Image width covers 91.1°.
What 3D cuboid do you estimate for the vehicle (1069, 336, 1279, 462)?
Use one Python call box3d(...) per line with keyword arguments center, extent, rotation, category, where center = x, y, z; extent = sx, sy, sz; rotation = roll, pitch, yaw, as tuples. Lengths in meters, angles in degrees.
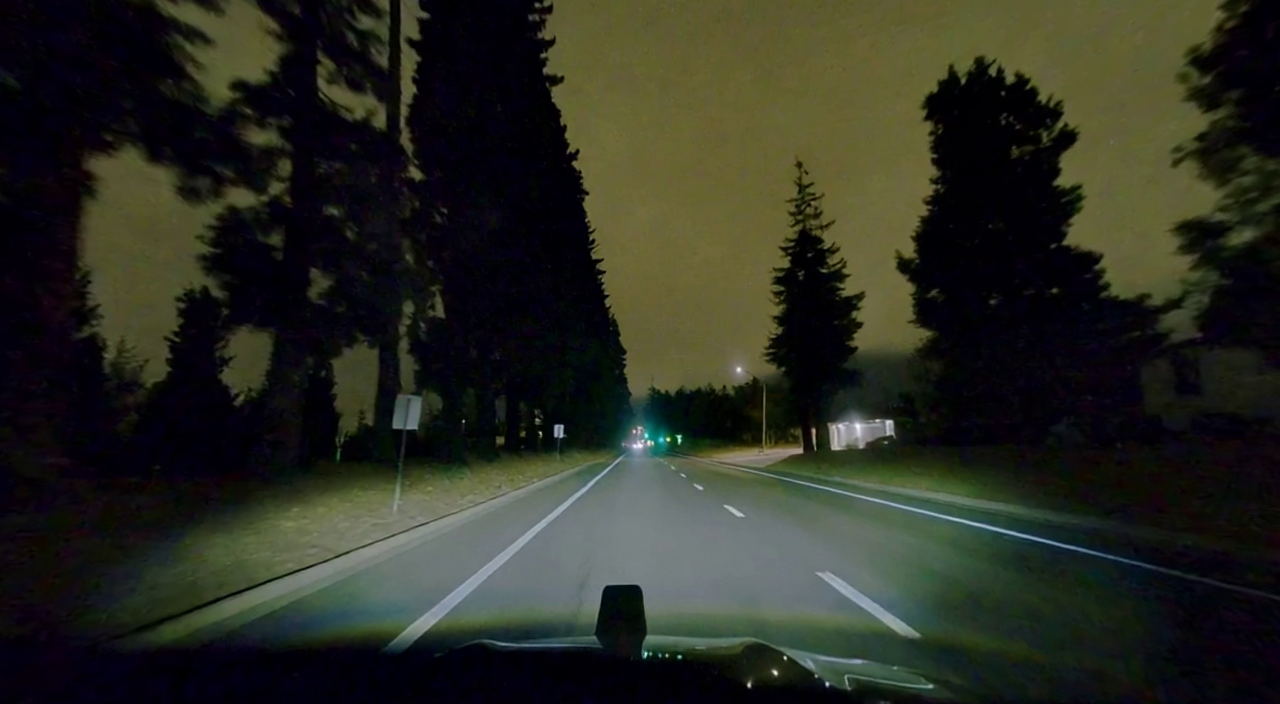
box3d(center=(13.156, 1.264, 15.352), extent=(2.789, 2.725, 3.463), rotation=(-1, -8, 3), category="vehicle")
